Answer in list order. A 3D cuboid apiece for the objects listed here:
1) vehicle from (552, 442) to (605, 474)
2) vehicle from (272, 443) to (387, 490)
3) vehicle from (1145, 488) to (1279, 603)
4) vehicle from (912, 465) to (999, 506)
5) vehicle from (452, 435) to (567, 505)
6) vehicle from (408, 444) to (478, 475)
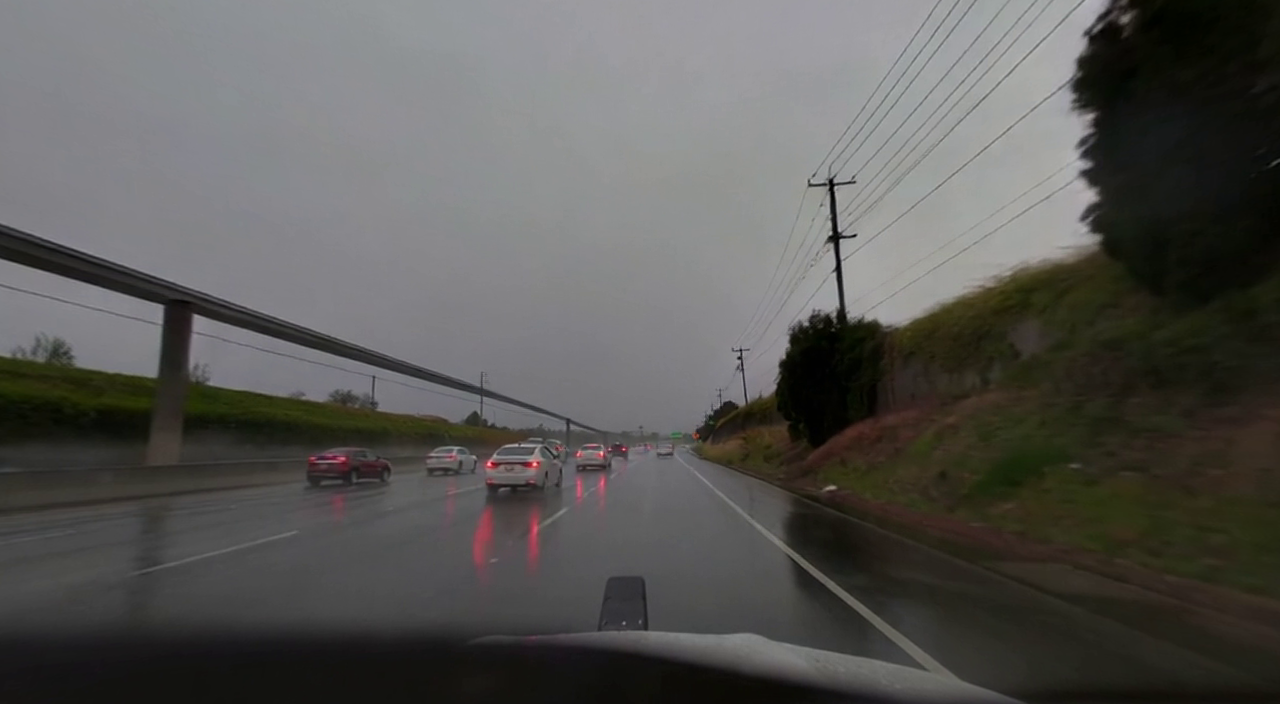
[{"bbox_3d":[-2.939,5.169,31.157,2.056,1.449,4.330,0,-8,2],"label":"vehicle"},{"bbox_3d":[-10.773,3.976,22.247,1.981,1.484,3.827,0,-8,2],"label":"vehicle"},{"bbox_3d":[10.887,3.105,9.857,1.962,1.584,4.807,0,-8,0],"label":"vehicle"},{"bbox_3d":[14.255,6.009,28.742,1.853,1.586,3.727,1,-8,-3],"label":"vehicle"},{"bbox_3d":[-3.143,2.921,16.134,1.939,1.511,4.246,0,-8,2],"label":"vehicle"},{"bbox_3d":[-10.481,5.718,33.935,1.978,1.498,4.940,0,-8,3],"label":"vehicle"}]
